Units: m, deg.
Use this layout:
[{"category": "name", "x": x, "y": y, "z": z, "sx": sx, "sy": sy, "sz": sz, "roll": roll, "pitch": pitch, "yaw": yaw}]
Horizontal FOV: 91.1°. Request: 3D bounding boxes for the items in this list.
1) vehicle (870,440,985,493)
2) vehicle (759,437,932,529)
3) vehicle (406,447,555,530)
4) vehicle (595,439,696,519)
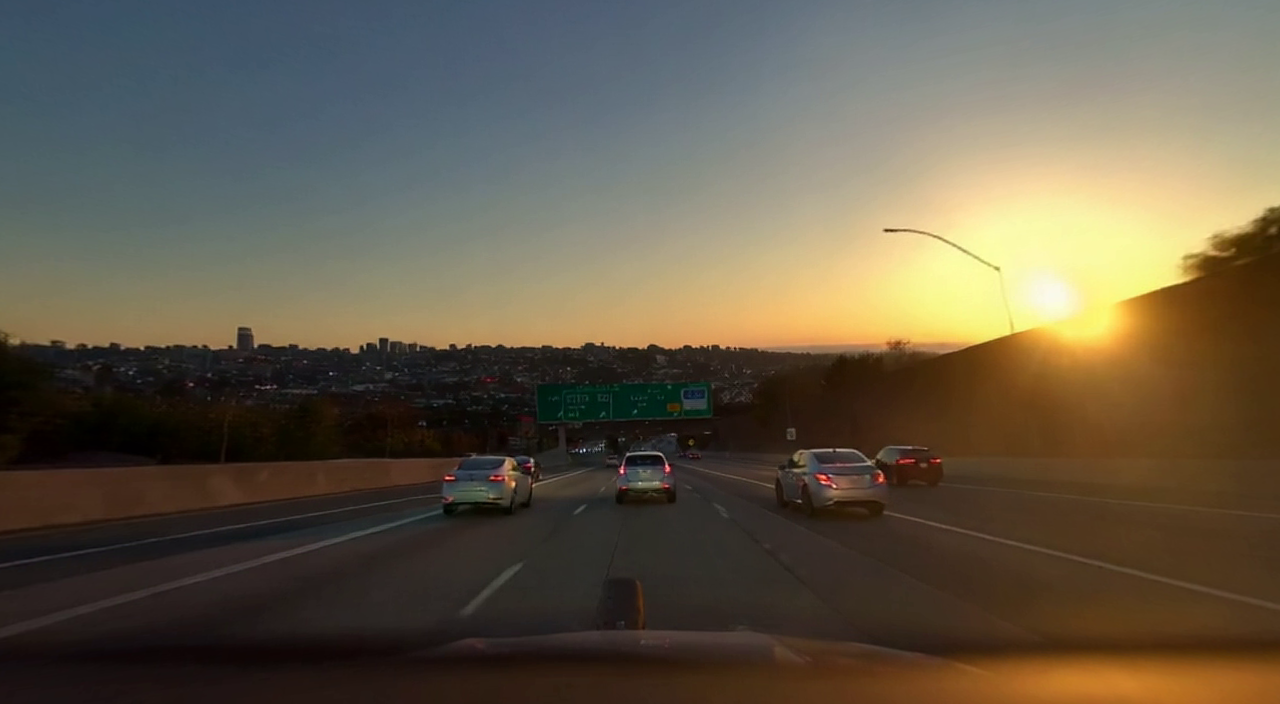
[{"category": "vehicle", "x": 10.589, "y": 4.222, "z": 23.582, "sx": 2.133, "sy": 1.770, "sz": 4.537, "roll": 0, "pitch": -9, "yaw": 0}, {"category": "vehicle", "x": 4.091, "y": 2.688, "z": 13.442, "sx": 2.210, "sy": 1.625, "sz": 4.249, "roll": 0, "pitch": -9, "yaw": -1}, {"category": "vehicle", "x": -3.274, "y": 2.895, "z": 13.995, "sx": 2.011, "sy": 1.510, "sz": 4.698, "roll": 0, "pitch": -9, "yaw": 1}, {"category": "vehicle", "x": 0.143, "y": 2.979, "z": 15.212, "sx": 2.099, "sy": 1.640, "sz": 4.134, "roll": 0, "pitch": -9, "yaw": 1}]
